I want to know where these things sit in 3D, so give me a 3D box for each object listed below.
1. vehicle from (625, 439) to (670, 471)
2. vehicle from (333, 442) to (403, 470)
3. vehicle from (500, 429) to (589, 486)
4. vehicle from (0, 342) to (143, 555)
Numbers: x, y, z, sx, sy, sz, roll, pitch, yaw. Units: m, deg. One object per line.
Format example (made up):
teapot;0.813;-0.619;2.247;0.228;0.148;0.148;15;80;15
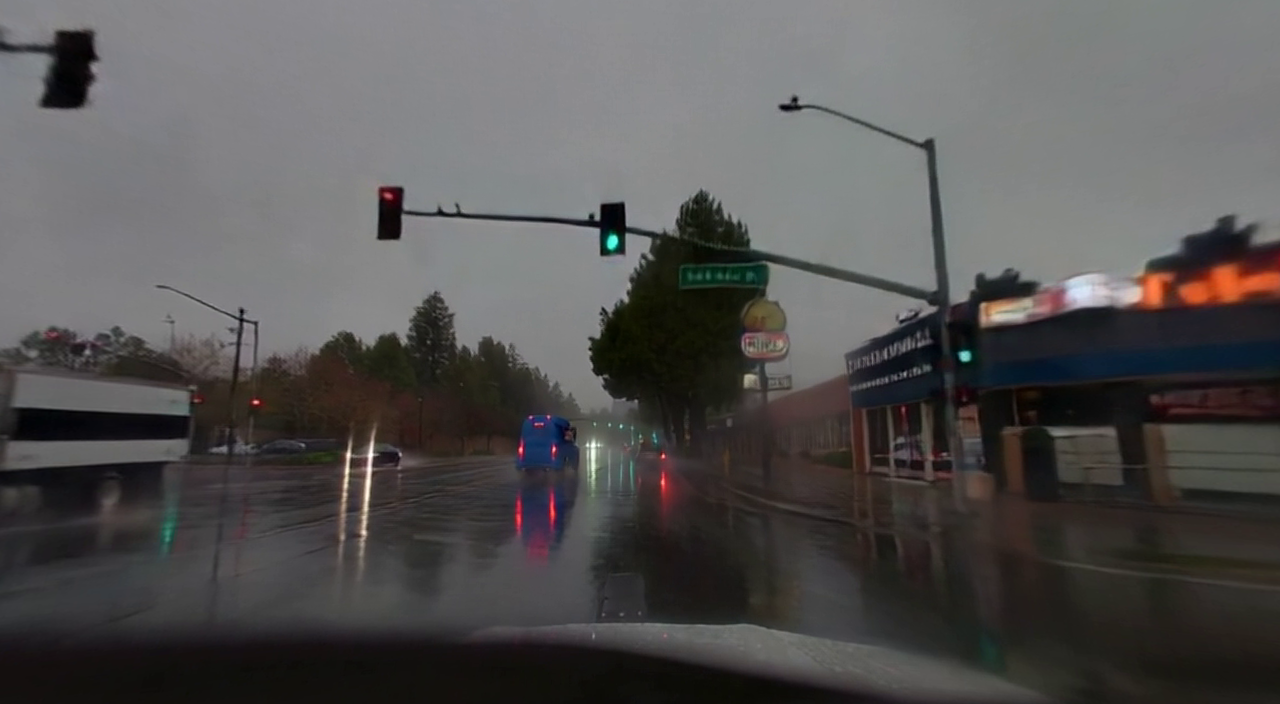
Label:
vehicle;0.336;5.169;31.863;2.103;1.487;4.101;0;-8;0
vehicle;-15.961;6.116;37.413;1.912;1.432;5.070;-3;-8;0
vehicle;-3.251;3.723;22.661;2.464;1.777;5.128;0;-8;-1
vehicle;-9.997;1.450;9.667;2.507;2.667;4.567;4;-9;-24
